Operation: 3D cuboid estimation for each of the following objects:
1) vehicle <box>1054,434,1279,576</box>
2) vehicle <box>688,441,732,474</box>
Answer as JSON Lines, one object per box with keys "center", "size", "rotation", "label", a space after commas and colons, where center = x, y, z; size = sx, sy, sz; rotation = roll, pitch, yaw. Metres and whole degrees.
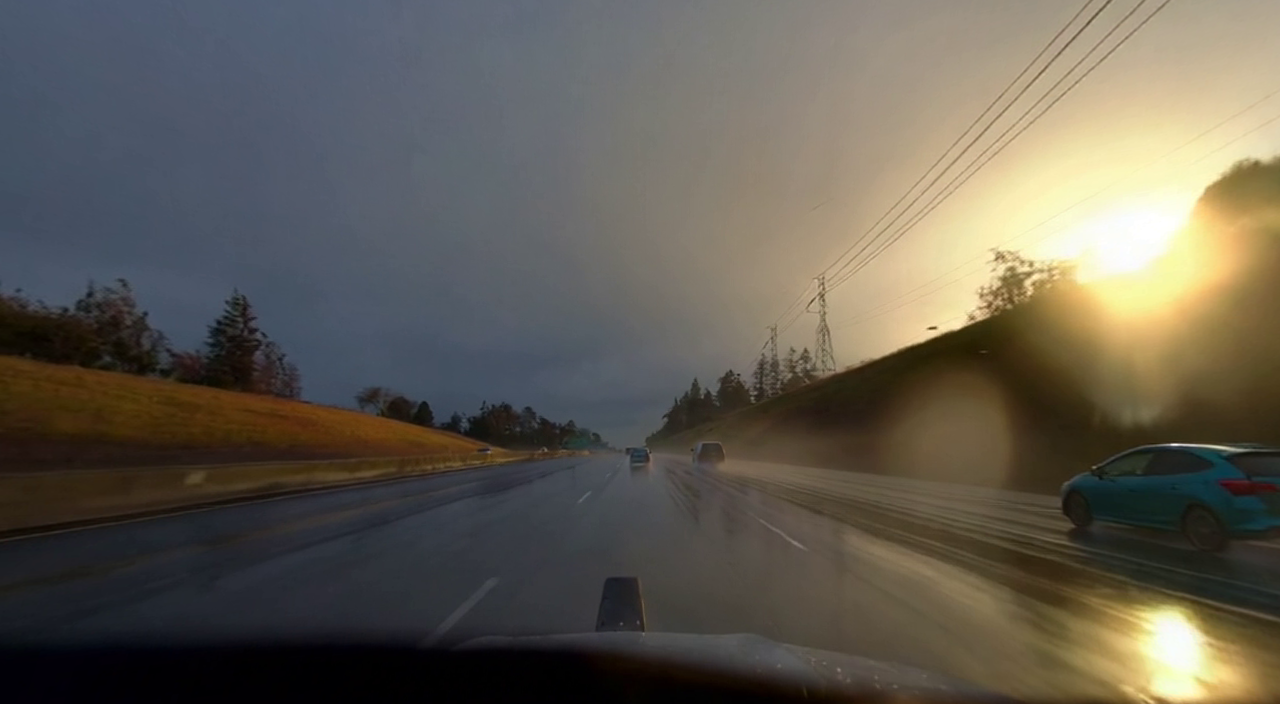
{"center": [8.047, 1.892, 8.273], "size": [1.970, 1.545, 4.818], "rotation": [0, -8, 1], "label": "vehicle"}
{"center": [4.096, 6.210, 37.414], "size": [2.159, 1.782, 4.673], "rotation": [0, -8, 1], "label": "vehicle"}
